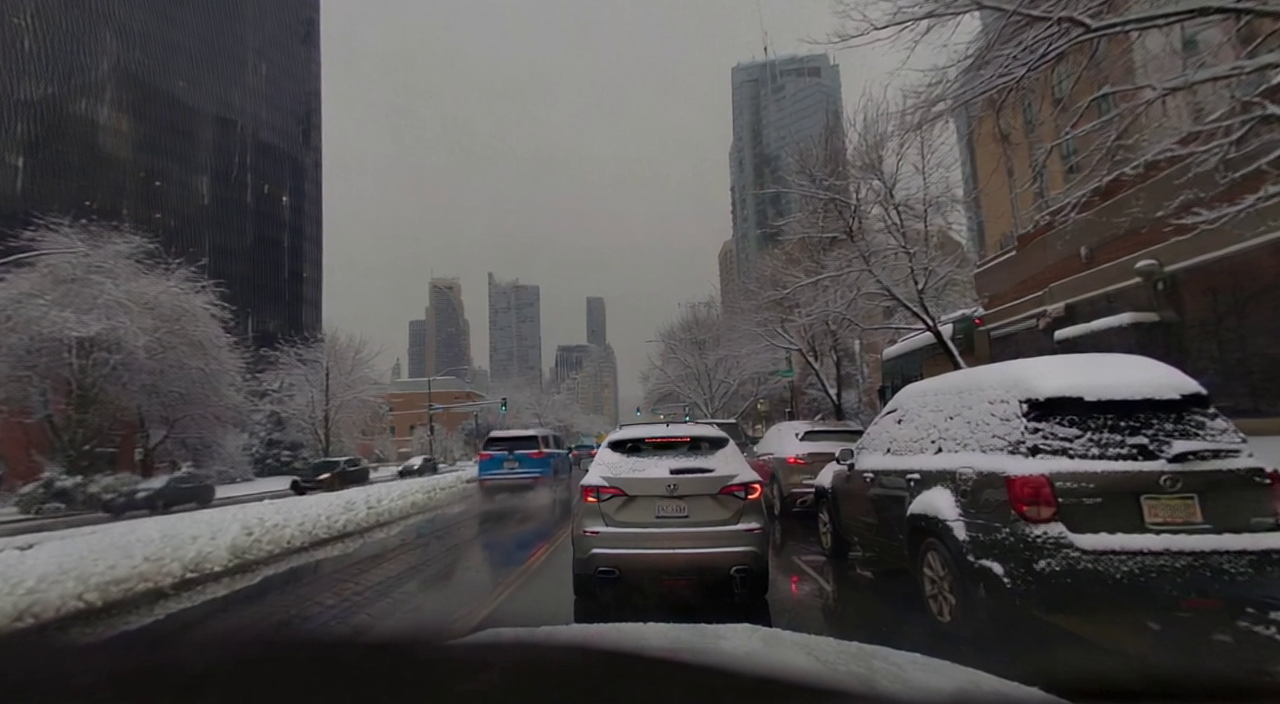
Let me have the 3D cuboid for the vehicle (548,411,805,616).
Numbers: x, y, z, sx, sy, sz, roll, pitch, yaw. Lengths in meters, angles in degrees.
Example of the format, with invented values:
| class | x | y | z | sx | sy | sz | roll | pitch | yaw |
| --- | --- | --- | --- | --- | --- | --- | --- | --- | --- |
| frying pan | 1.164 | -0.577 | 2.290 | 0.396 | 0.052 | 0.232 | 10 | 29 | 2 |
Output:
| class | x | y | z | sx | sy | sz | roll | pitch | yaw |
| --- | --- | --- | --- | --- | --- | --- | --- | --- | --- |
| vehicle | 0.234 | 1.552 | 6.871 | 2.045 | 1.608 | 3.573 | 0 | -9 | -2 |

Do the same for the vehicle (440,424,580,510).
| class | x | y | z | sx | sy | sz | roll | pitch | yaw |
| --- | --- | --- | --- | --- | --- | --- | --- | --- | --- |
| vehicle | -3.088 | 2.932 | 16.563 | 2.375 | 1.847 | 5.606 | 0 | -9 | 1 |

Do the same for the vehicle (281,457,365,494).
| class | x | y | z | sx | sy | sz | roll | pitch | yaw |
| --- | --- | --- | --- | --- | --- | --- | --- | --- | --- |
| vehicle | -16.081 | 6.272 | 32.304 | 2.105 | 1.676 | 4.099 | 0 | -9 | 1 |

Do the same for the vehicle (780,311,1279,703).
| class | x | y | z | sx | sy | sz | roll | pitch | yaw |
| --- | --- | --- | --- | --- | --- | --- | --- | --- | --- |
| vehicle | 2.748 | 1.109 | 4.905 | 2.117 | 1.855 | 4.794 | 0 | -9 | -1 |

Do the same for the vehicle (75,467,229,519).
| class | x | y | z | sx | sy | sz | roll | pitch | yaw |
| --- | --- | --- | --- | --- | --- | --- | --- | --- | --- |
| vehicle | -19.451 | 5.613 | 25.514 | 2.274 | 1.708 | 4.863 | 0 | -9 | 1 |

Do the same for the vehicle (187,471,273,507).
| class | x | y | z | sx | sy | sz | roll | pitch | yaw |
| --- | --- | --- | --- | --- | --- | --- | --- | --- | --- |
| vehicle | -22.654 | 7.571 | 35.029 | 1.854 | 1.419 | 4.318 | -7 | -8 | 0 |

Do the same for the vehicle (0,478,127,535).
| class | x | y | z | sx | sy | sz | roll | pitch | yaw |
| --- | --- | --- | --- | --- | --- | --- | --- | --- | --- |
| vehicle | -22.640 | 5.779 | 24.061 | 1.975 | 1.698 | 4.715 | 0 | -9 | 2 |
